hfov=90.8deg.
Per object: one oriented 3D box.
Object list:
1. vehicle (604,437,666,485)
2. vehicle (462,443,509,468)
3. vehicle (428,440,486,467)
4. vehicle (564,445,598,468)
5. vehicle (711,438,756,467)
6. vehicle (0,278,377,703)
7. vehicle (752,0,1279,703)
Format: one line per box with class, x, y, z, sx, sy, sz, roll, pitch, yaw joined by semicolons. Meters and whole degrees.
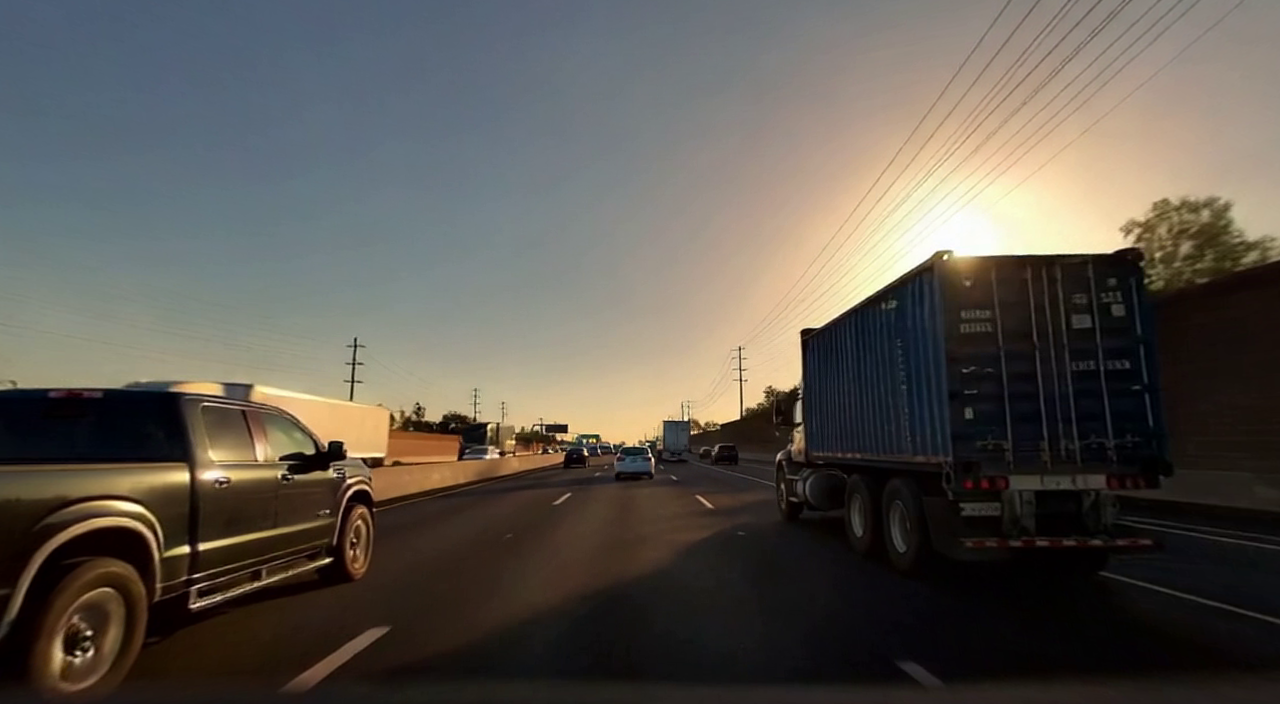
vehicle;-0.211;4.172;24.471;2.191;1.685;4.015;0;-9;-1
vehicle;-10.642;7.183;43.968;1.975;1.590;5.050;0;-9;1
vehicle;-14.097;7.840;49.052;2.690;1.920;6.277;0;-9;-1
vehicle;-4.040;7.253;43.926;2.025;1.498;4.675;0;-9;-1
vehicle;6.819;7.416;46.637;2.302;1.973;5.502;0;-9;-2
vehicle;-3.943;0.828;3.492;2.323;2.046;6.006;0;-9;1
vehicle;3.437;0.349;6.352;3.013;3.940;7.933;0;-9;-1
